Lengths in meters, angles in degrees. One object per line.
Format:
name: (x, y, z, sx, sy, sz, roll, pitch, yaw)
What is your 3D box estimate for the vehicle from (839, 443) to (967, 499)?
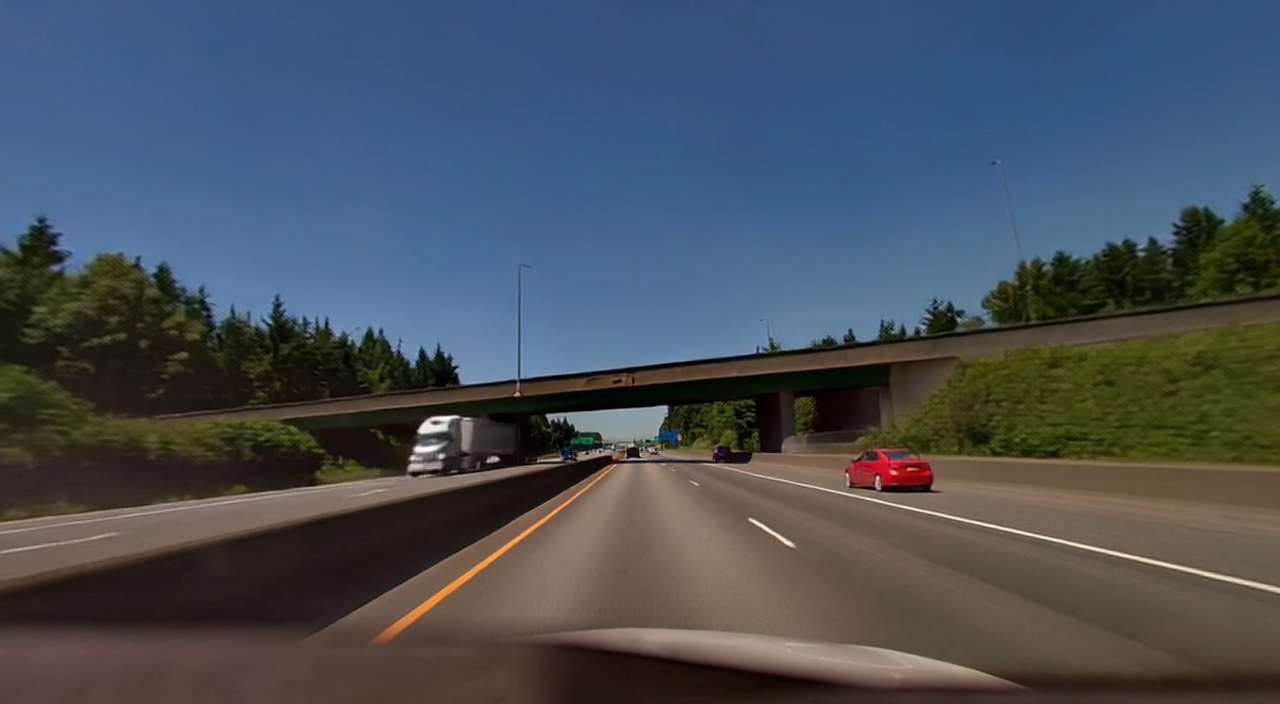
vehicle: (7.658, 3.492, 18.872, 1.987, 1.473, 4.244, 0, -9, 0)

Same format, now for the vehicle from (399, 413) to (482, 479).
vehicle: (-12.576, 6.050, 40.500, 2.948, 3.836, 6.895, 0, -9, 0)
